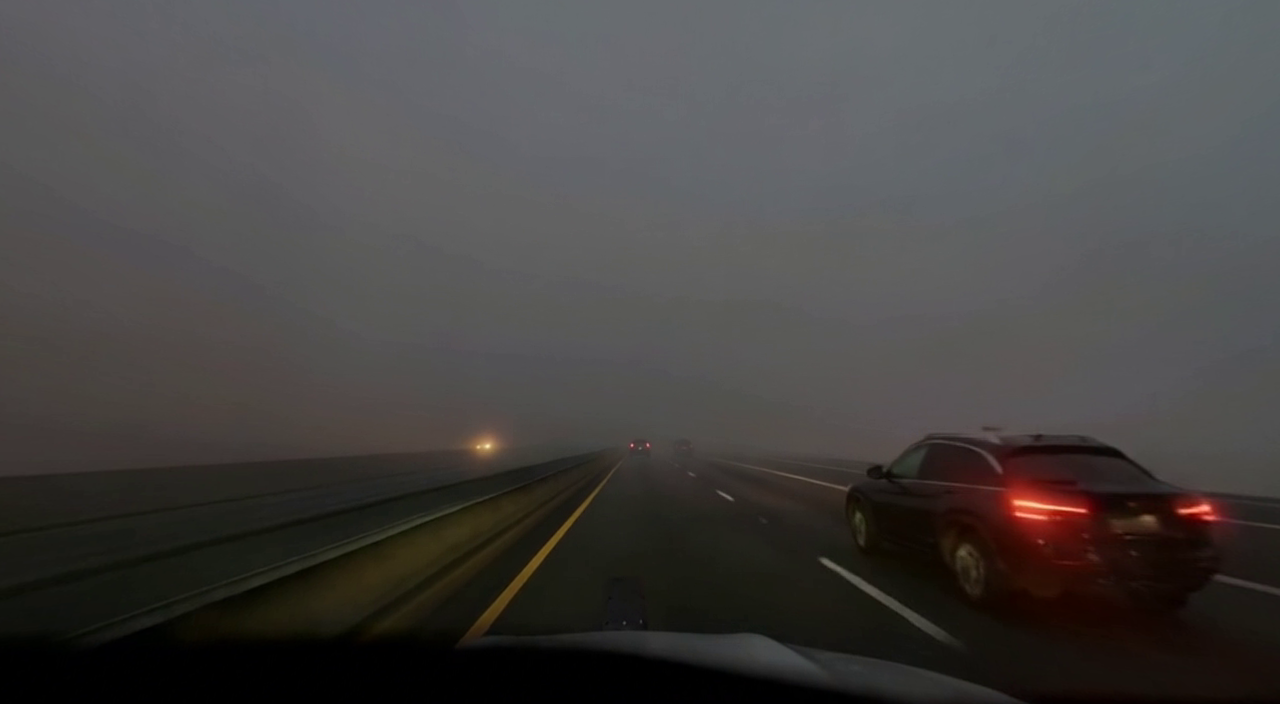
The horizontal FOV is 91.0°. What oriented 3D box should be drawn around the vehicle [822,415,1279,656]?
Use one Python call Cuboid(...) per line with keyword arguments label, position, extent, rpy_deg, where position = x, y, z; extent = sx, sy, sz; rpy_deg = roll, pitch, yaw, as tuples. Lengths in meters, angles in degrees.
Cuboid(label="vehicle", position=(3.510, 1.466, 6.224), extent=(2.091, 1.482, 4.522), rpy_deg=(0, -8, 0))
